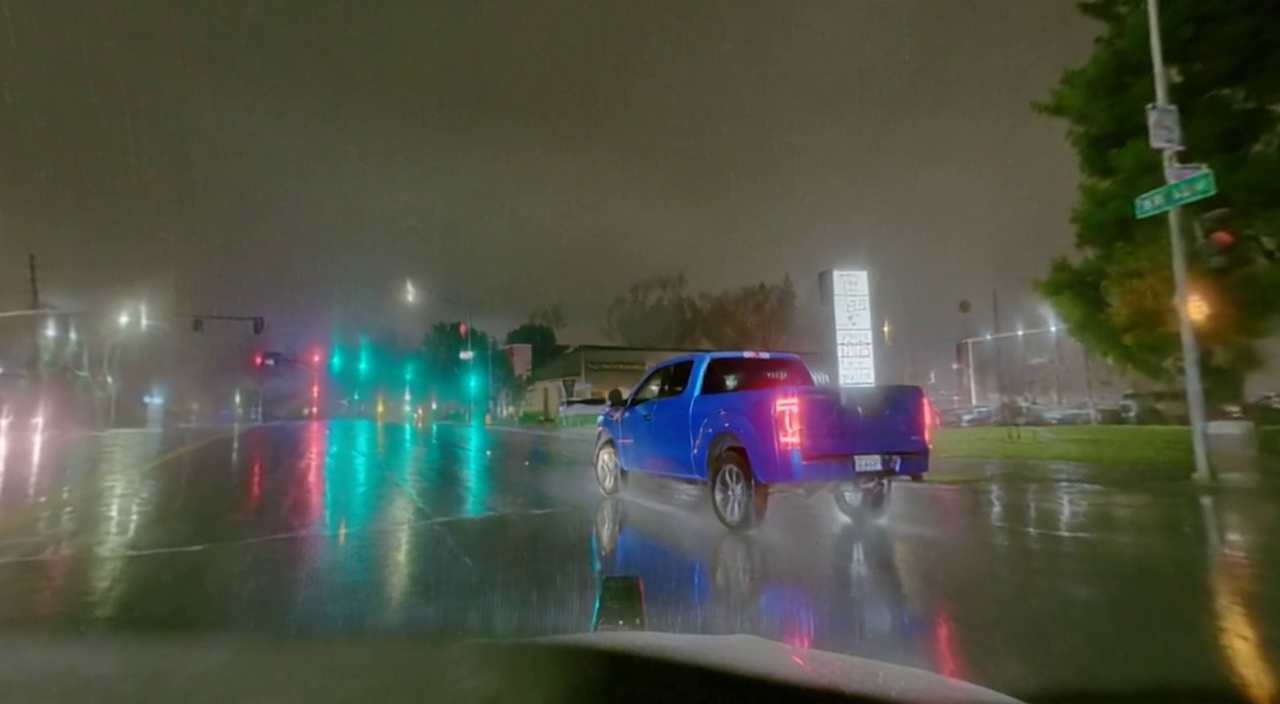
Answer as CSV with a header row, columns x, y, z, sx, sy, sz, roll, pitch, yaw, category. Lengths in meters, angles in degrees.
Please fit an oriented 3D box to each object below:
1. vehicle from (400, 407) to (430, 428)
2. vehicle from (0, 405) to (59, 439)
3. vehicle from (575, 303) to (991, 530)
x,y,z,sx,sy,sz,roll,pitch,yaw,category
-17.573,5.144,49.262,1.842,1.467,4.633,3,-9,-23,vehicle
-34.354,3.922,34.919,2.037,1.725,4.632,4,-9,-27,vehicle
1.188,0.970,8.416,2.402,1.922,5.677,3,-9,-24,vehicle
